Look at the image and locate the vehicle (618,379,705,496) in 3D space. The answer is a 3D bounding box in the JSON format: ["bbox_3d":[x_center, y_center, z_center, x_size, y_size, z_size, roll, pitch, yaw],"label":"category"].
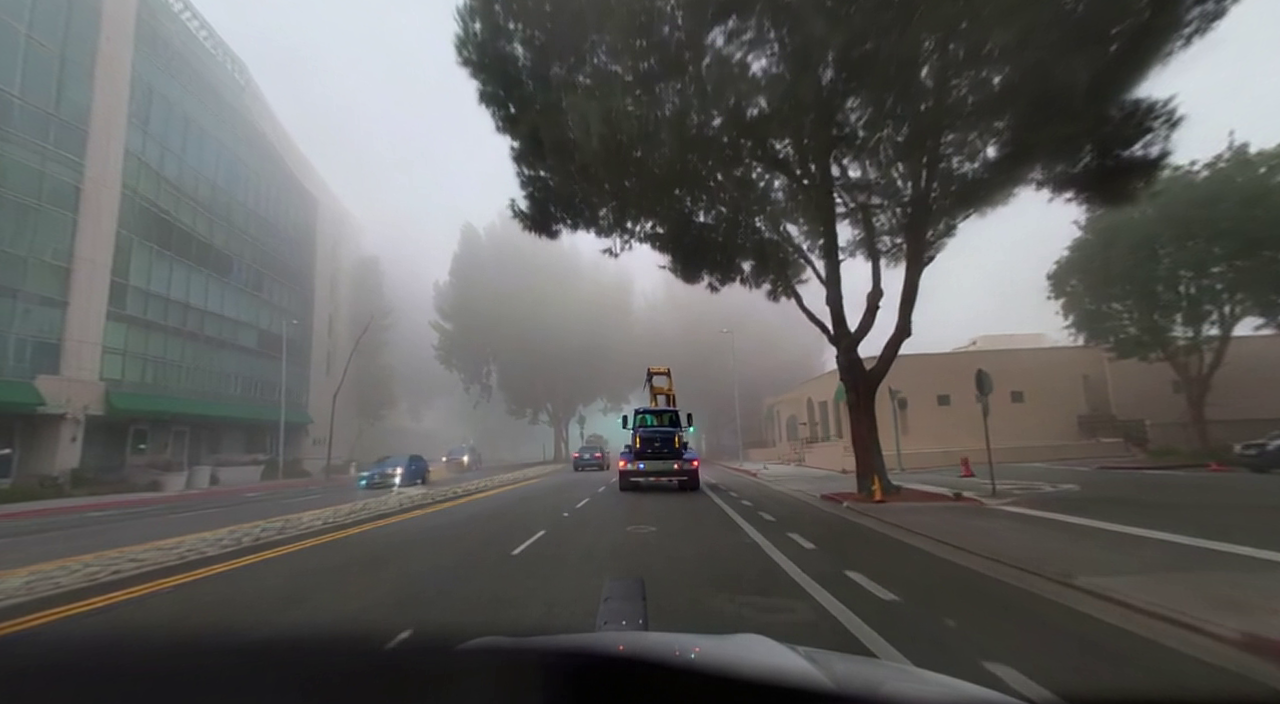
[{"bbox_3d":[0.598,3.375,24.570,2.552,3.461,11.044,-1,-8,-1],"label":"vehicle"}]

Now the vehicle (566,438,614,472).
[{"bbox_3d":[-2.634,5.573,34.231,2.081,1.688,4.235,0,-9,2],"label":"vehicle"}]

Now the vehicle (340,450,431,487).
[{"bbox_3d":[-11.331,5.187,28.467,1.939,1.496,4.678,-1,-9,3],"label":"vehicle"}]

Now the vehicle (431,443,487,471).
[{"bbox_3d":[-13.786,8.029,48.395,2.225,1.946,6.187,0,-9,2],"label":"vehicle"}]

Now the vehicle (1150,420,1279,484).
[{"bbox_3d":[17.030,2.761,17.661,1.845,1.593,3.941,0,-8,-8],"label":"vehicle"}]
